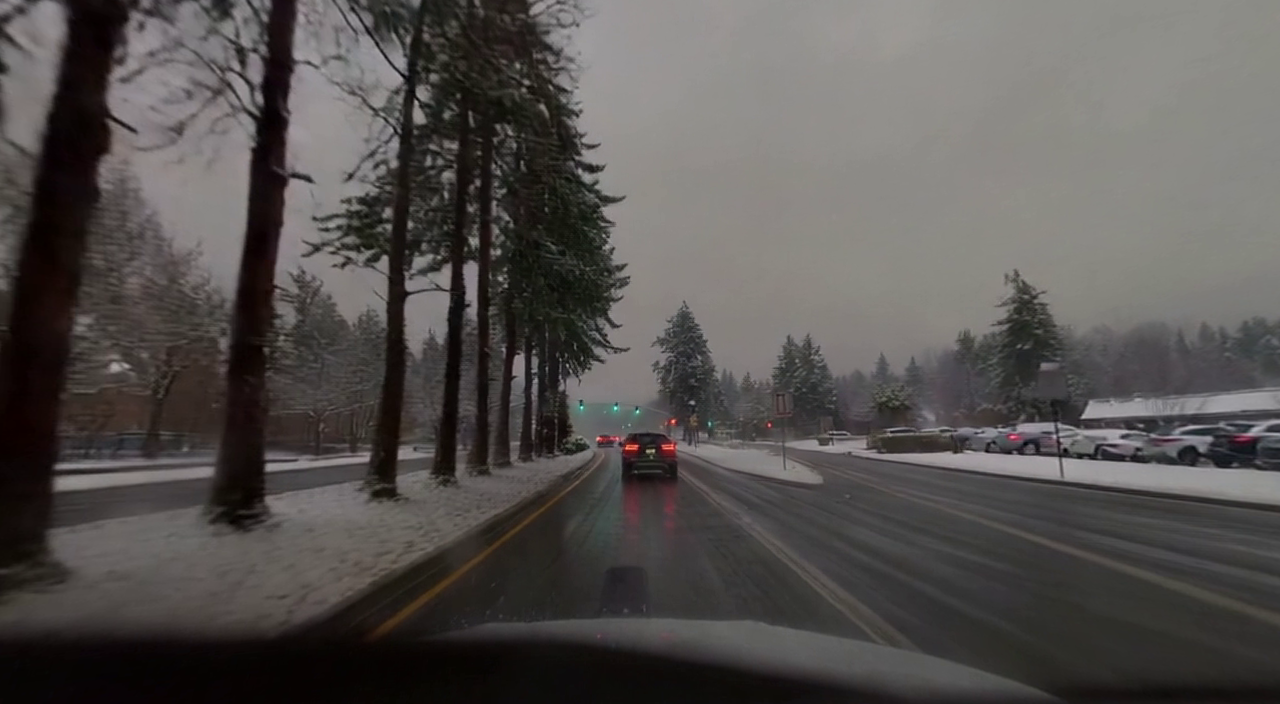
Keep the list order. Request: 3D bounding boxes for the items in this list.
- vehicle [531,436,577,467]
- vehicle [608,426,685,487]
[{"bbox_3d":[-4.528,5.339,33.804,1.950,1.563,3.727,0,-9,0],"label":"vehicle"},{"bbox_3d":[0.151,3.211,19.554,2.135,1.691,3.884,0,-9,-1],"label":"vehicle"}]
